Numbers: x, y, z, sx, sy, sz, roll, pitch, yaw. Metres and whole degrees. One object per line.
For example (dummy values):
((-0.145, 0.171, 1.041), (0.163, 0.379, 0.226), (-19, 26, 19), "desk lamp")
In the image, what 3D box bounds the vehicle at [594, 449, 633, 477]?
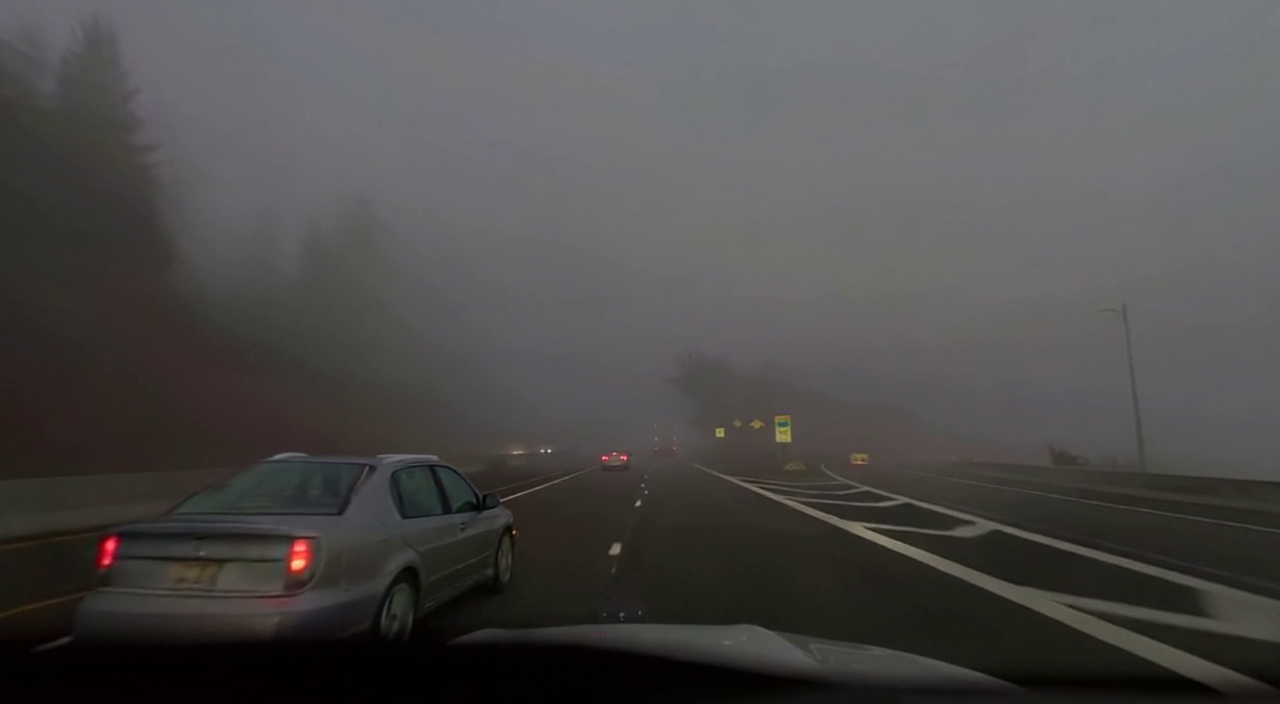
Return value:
((-1.603, 6.941, 39.731), (2.184, 1.574, 5.004), (0, -9, 1), "vehicle")
